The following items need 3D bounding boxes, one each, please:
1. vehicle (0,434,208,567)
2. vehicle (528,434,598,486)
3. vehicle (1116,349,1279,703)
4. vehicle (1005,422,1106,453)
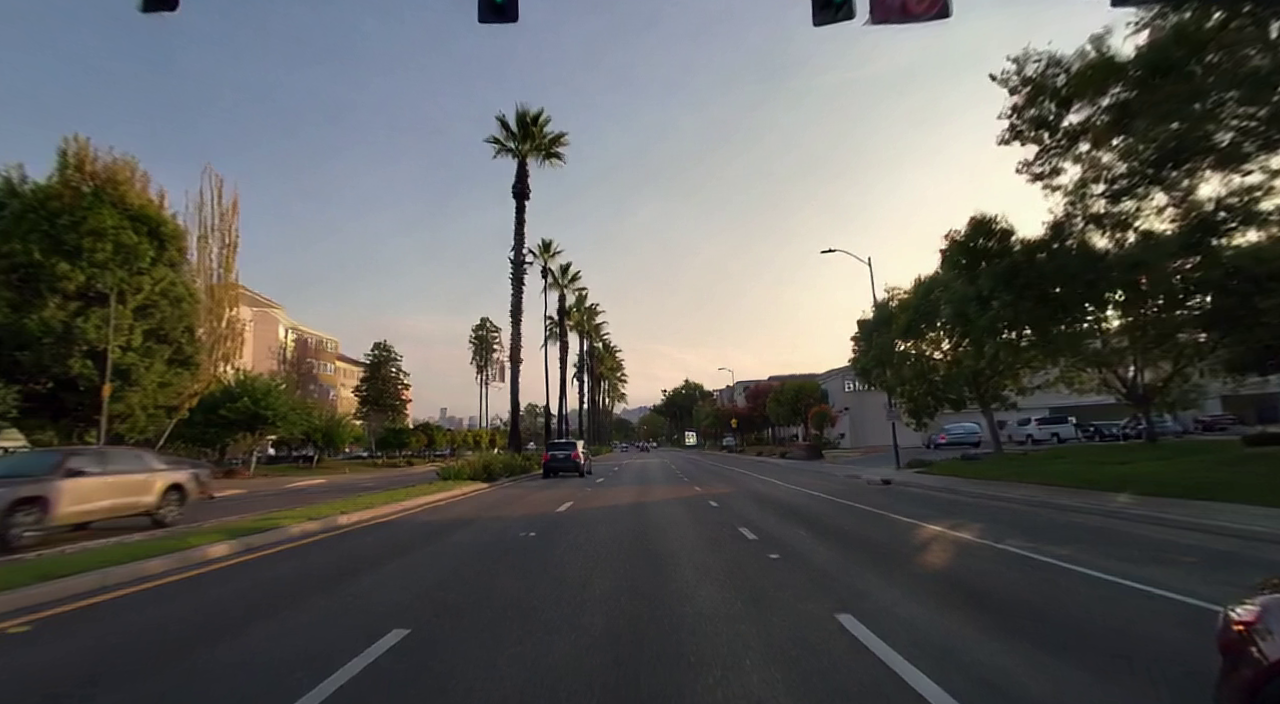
[{"bbox_3d":[-8.352,1.873,8.351,2.012,1.500,4.636,0,-8,-1],"label":"vehicle"},{"bbox_3d":[-2.768,4.007,23.679,1.998,1.743,4.402,-1,-8,1],"label":"vehicle"},{"bbox_3d":[2.762,0.524,0.208,1.946,1.513,4.133,0,-8,0],"label":"vehicle"},{"bbox_3d":[23.533,4.863,35.789,4.283,1.700,1.965,0,-8,0],"label":"vehicle"}]
